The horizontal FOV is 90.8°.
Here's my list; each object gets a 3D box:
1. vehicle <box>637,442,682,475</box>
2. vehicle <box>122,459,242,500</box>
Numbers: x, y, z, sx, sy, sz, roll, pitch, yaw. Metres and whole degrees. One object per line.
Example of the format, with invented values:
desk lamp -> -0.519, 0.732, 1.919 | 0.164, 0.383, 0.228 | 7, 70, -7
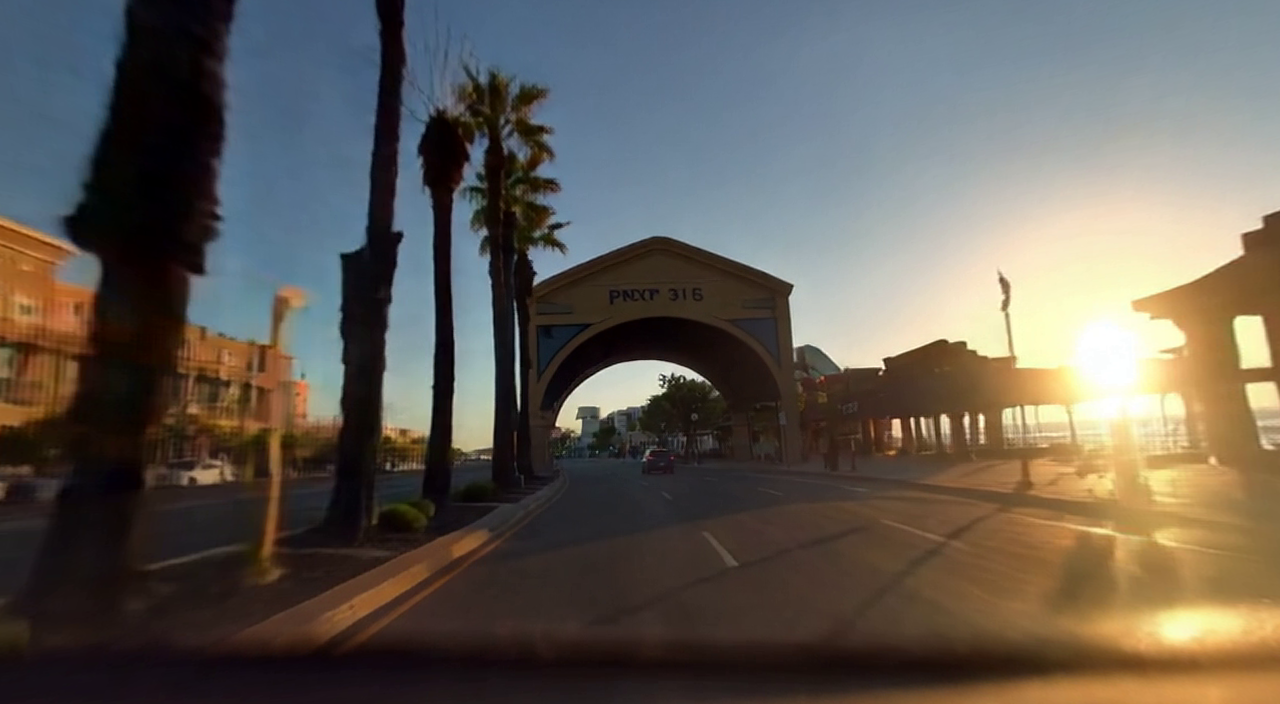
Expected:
vehicle -> 1.184, 7.084, 42.332 | 2.284, 2.010, 6.670 | 0, -9, -4
vehicle -> -21.979, 6.113, 30.645 | 2.285, 1.689, 4.968 | 0, -9, -4
